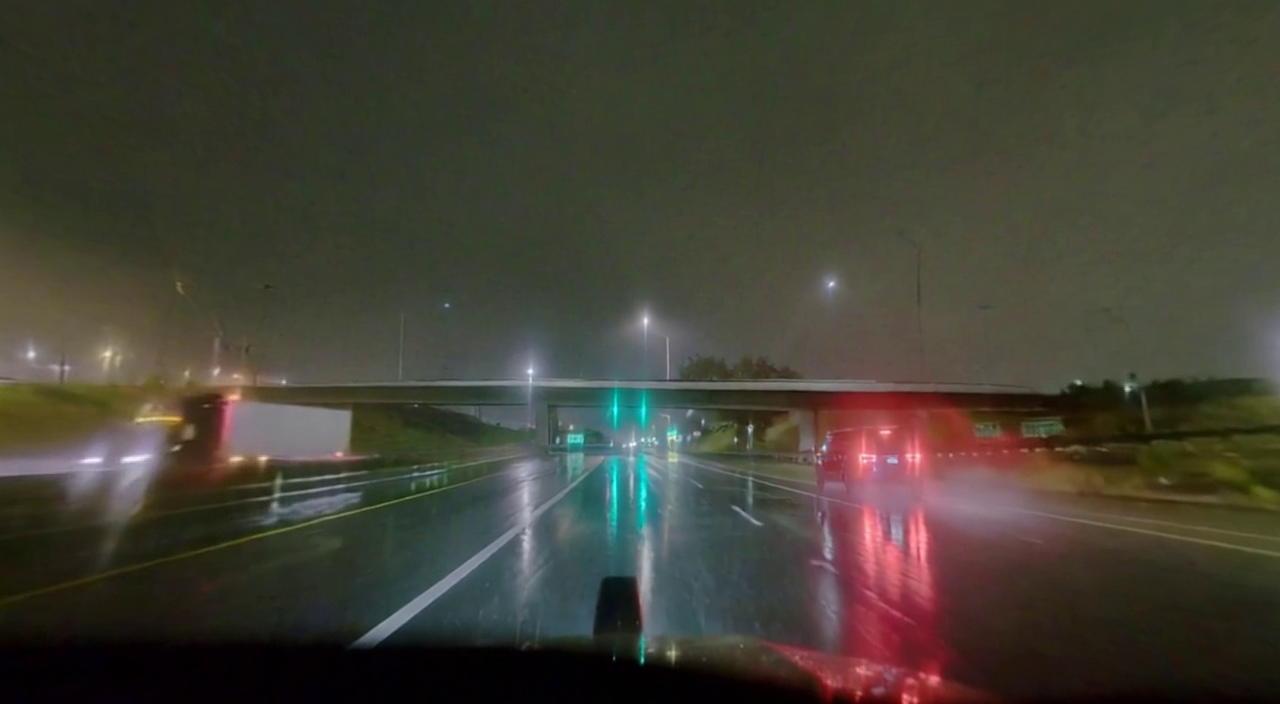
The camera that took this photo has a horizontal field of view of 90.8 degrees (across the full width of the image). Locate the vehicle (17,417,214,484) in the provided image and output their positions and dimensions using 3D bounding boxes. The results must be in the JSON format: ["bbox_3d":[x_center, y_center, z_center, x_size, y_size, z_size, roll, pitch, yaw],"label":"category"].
[{"bbox_3d":[-18.566,3.547,22.901,2.304,2.114,5.659,0,-8,-1],"label":"vehicle"}]

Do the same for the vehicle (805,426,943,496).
[{"bbox_3d":[6.448,3.061,18.117,2.104,1.723,4.538,0,-8,-2],"label":"vehicle"}]
